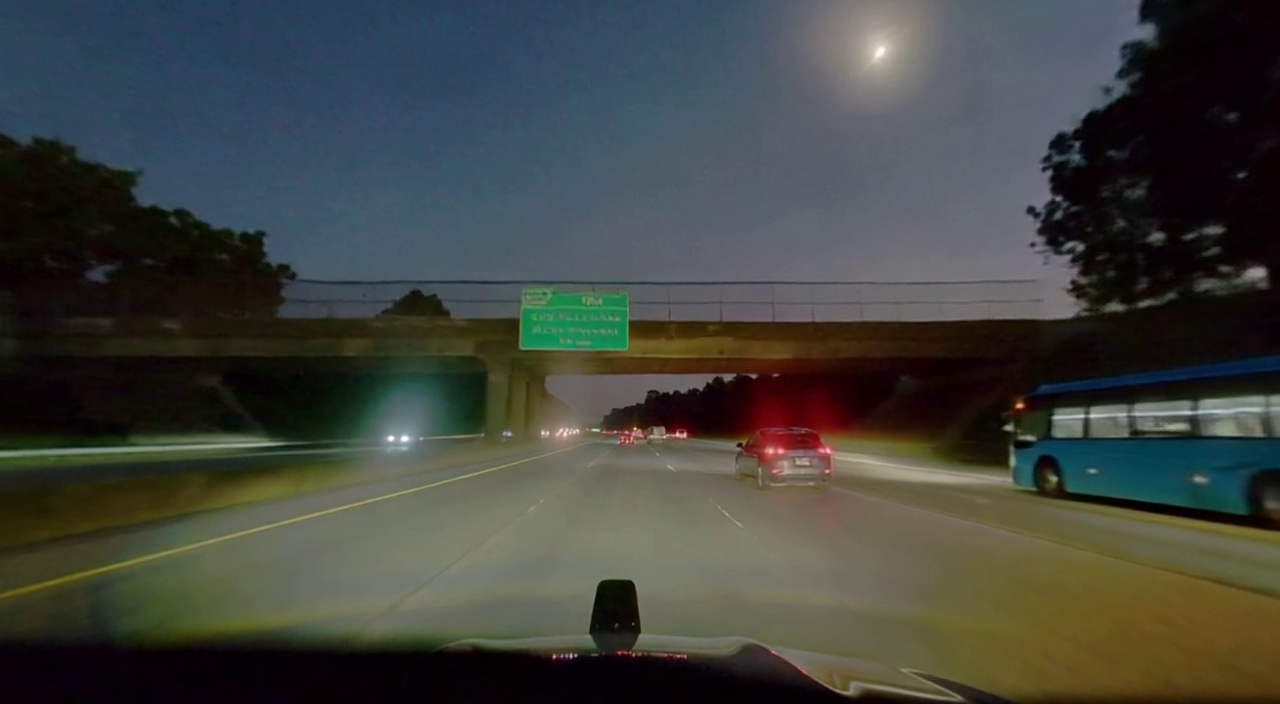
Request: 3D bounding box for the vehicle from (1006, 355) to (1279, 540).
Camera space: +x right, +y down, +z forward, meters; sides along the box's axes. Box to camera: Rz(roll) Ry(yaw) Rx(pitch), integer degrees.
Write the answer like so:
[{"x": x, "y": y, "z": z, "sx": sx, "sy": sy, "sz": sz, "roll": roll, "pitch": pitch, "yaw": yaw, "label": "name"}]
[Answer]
[{"x": 12.982, "y": 2.026, "z": 13.656, "sx": 3.009, "sy": 3.265, "sz": 12.098, "roll": 0, "pitch": -8, "yaw": 1, "label": "vehicle"}]
